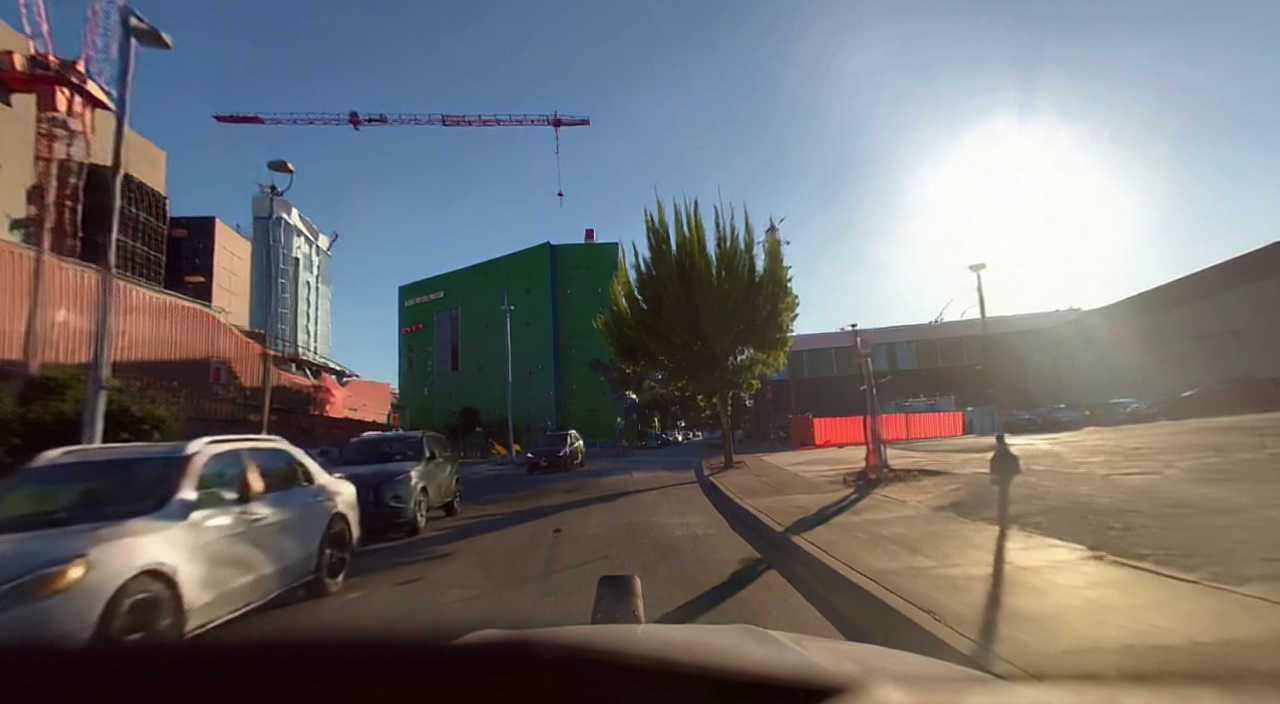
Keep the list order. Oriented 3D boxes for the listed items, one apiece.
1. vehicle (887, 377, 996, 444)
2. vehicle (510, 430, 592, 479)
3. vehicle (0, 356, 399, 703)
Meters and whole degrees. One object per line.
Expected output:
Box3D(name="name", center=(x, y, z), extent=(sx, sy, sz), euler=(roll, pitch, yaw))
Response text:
Box3D(name="vehicle", center=(19.291, 4.014, 41.269), extent=(3.031, 3.863, 9.734), euler=(-1, -8, 5))
Box3D(name="vehicle", center=(-3.213, 3.789, 23.624), extent=(1.967, 1.646, 4.192), euler=(-1, -8, 8))
Box3D(name="vehicle", center=(-3.520, 1.132, 4.522), extent=(2.026, 1.699, 4.224), euler=(0, -8, -2))
